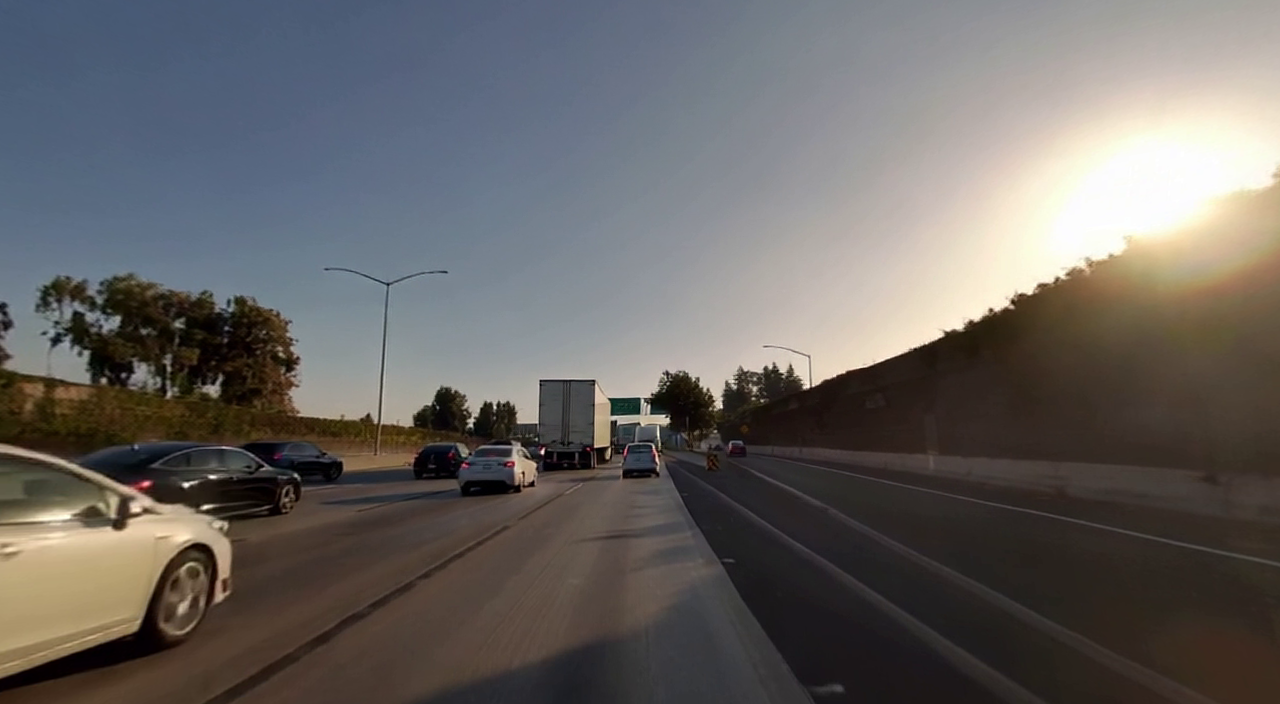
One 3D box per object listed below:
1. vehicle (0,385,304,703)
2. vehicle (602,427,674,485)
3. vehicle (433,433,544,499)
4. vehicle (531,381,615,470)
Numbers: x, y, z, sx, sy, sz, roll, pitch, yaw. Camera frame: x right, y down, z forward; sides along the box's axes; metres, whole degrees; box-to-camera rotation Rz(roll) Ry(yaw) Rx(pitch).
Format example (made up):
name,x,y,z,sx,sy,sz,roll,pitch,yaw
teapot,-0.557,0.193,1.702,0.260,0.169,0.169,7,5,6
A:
name,x,y,z,sx,sy,sz,roll,pitch,yaw
vehicle,-3.764,0.946,2.840,1.866,1.568,4.603,0,-8,1
vehicle,-0.055,3.682,22.599,2.325,1.864,4.128,0,-8,0
vehicle,-4.100,3.156,17.831,2.124,1.627,3.863,0,-8,1
vehicle,-3.712,5.050,40.081,3.348,4.469,16.443,0,-9,1
